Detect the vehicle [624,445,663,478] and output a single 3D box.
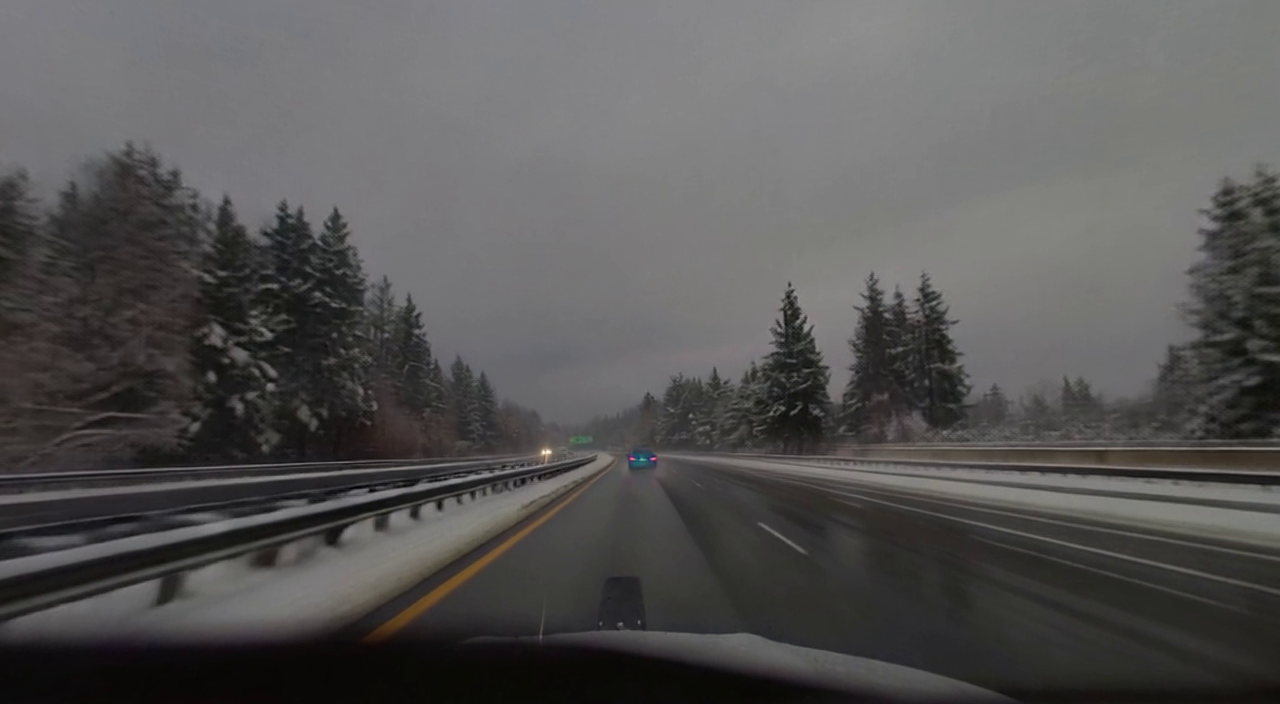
[{"bbox_3d":[0.154,5.803,33.547,1.987,1.658,3.620,0,-9,-1],"label":"vehicle"}]
